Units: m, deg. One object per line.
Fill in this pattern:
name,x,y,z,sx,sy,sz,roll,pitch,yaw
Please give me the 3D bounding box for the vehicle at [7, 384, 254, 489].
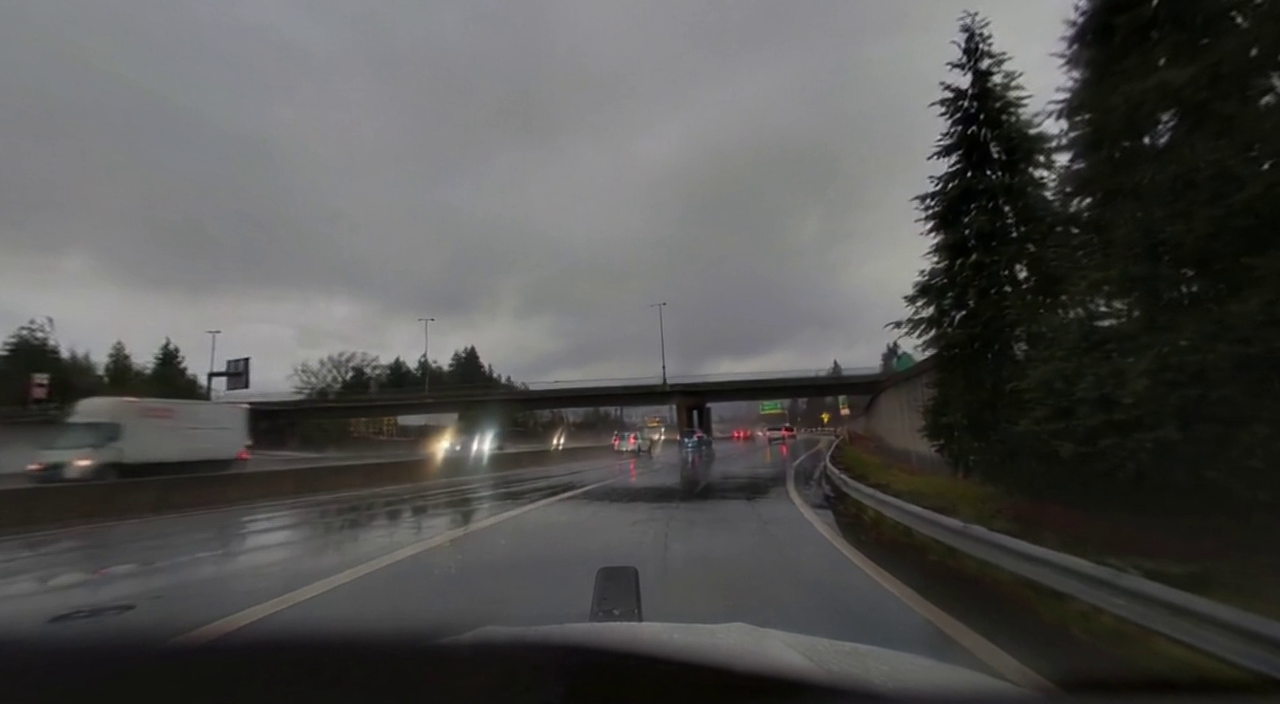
vehicle,-20.495,3.513,26.034,2.974,3.663,7.183,-3,-8,19
